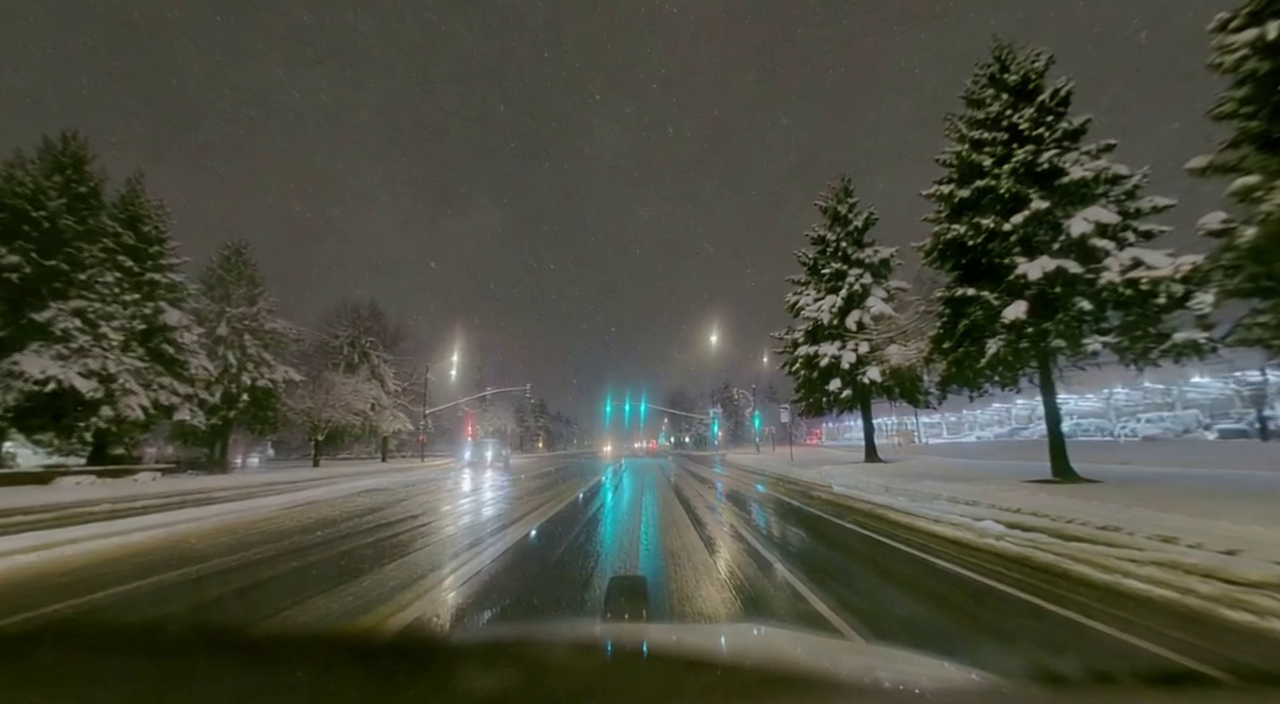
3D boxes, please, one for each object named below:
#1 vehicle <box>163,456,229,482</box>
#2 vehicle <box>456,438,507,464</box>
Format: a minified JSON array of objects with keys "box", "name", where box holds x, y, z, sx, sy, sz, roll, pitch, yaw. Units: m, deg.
[{"box":[-34.278,9.027,48.858,2.020,1.812,4.914,1,-8,-7],"name":"vehicle"},{"box":[-12.109,7.598,48.535,2.225,1.876,5.661,0,-8,2],"name":"vehicle"}]
